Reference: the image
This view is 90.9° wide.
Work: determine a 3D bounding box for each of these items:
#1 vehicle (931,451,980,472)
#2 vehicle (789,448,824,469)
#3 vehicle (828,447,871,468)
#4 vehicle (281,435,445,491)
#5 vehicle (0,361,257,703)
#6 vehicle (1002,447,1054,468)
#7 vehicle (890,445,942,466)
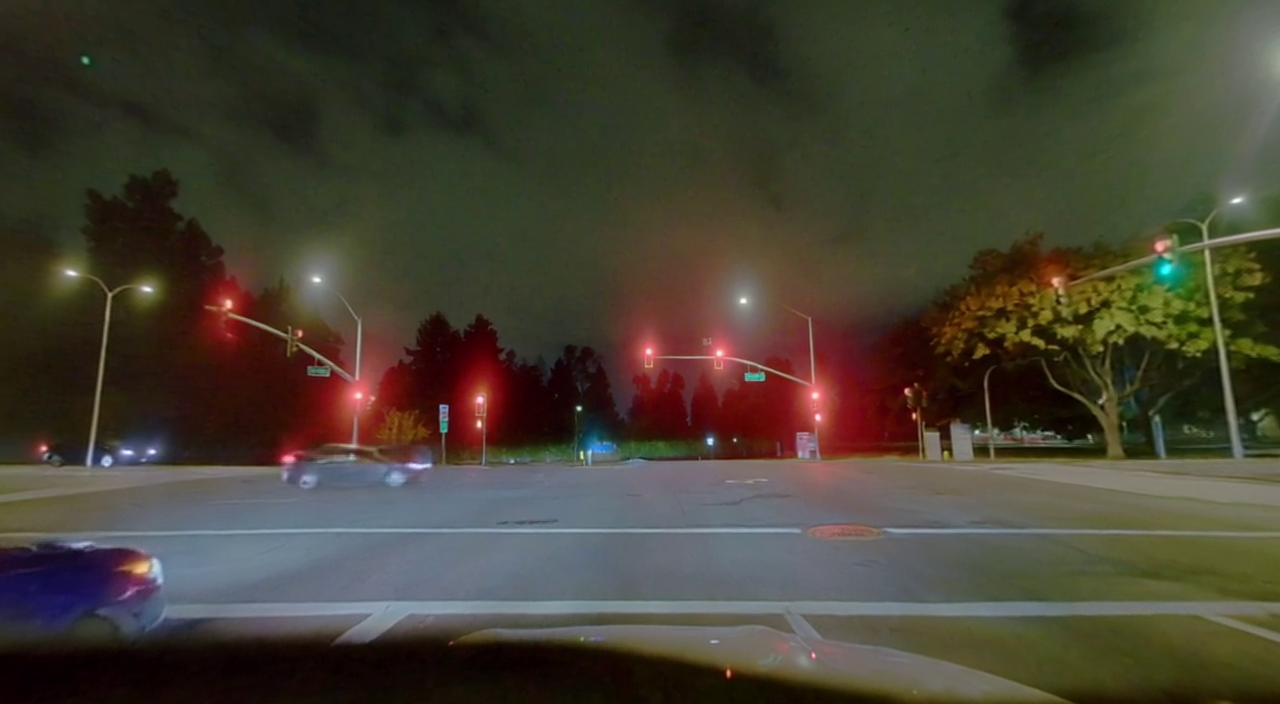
[{"bbox_3d":[23.001,7.986,46.055,1.633,1.324,3.449,-1,-8,-3],"label":"vehicle"},{"bbox_3d":[12.533,7.976,47.522,1.647,1.386,3.725,-2,-8,1],"label":"vehicle"},{"bbox_3d":[15.546,7.854,47.051,1.714,1.458,4.206,0,-8,0],"label":"vehicle"},{"bbox_3d":[-7.918,3.199,18.300,3.894,1.490,1.810,-1,-8,2],"label":"vehicle"},{"bbox_3d":[-3.053,0.706,1.149,2.055,1.573,4.065,-1,-8,2],"label":"vehicle"},{"bbox_3d":[28.447,7.729,46.284,1.662,1.440,3.583,-1,-8,3],"label":"vehicle"},{"bbox_3d":[20.550,7.690,47.115,1.815,1.515,4.552,0,-8,0],"label":"vehicle"}]
